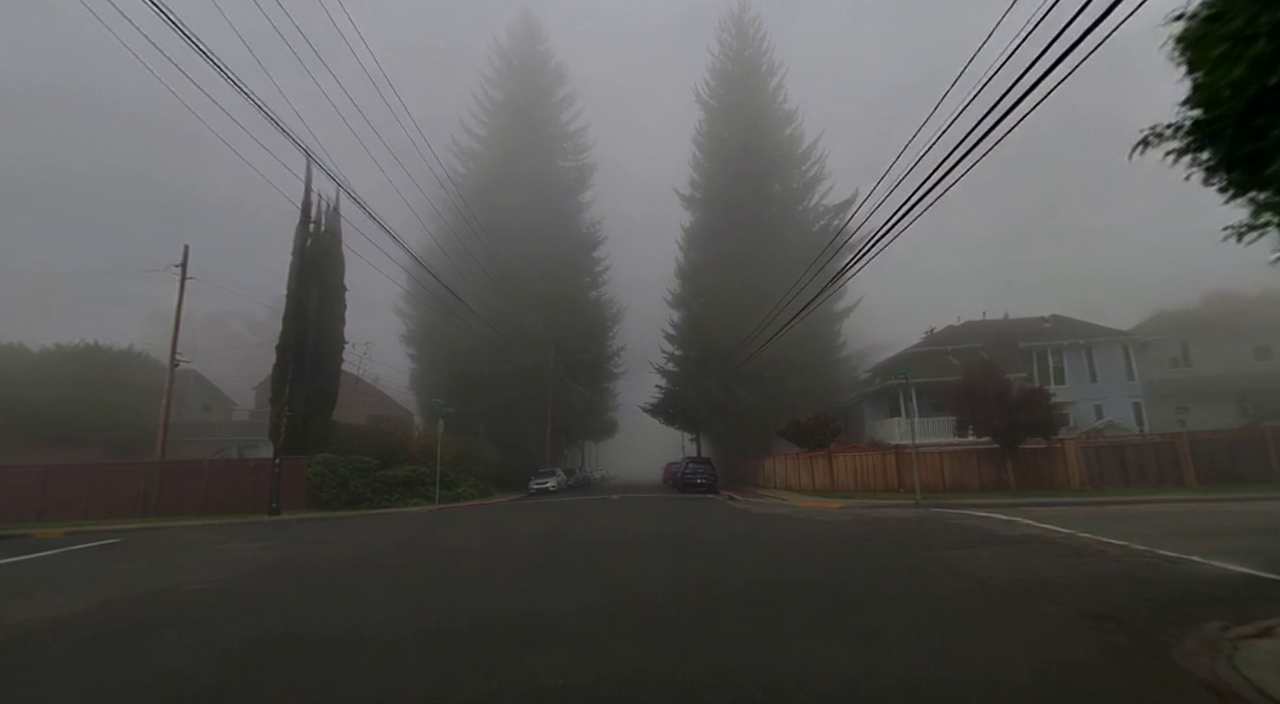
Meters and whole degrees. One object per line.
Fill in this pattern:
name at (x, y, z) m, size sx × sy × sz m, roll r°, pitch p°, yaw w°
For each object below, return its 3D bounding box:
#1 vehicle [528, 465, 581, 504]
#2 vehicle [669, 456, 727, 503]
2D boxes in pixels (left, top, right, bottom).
vehicle at (-4.314, 6.788, 32.712) m, size 2.189 × 1.771 × 4.571 m, roll 0°, pitch -9°, yaw -1°
vehicle at (2.573, 5.801, 29.187) m, size 2.051 × 1.874 × 4.459 m, roll 0°, pitch -8°, yaw -2°
